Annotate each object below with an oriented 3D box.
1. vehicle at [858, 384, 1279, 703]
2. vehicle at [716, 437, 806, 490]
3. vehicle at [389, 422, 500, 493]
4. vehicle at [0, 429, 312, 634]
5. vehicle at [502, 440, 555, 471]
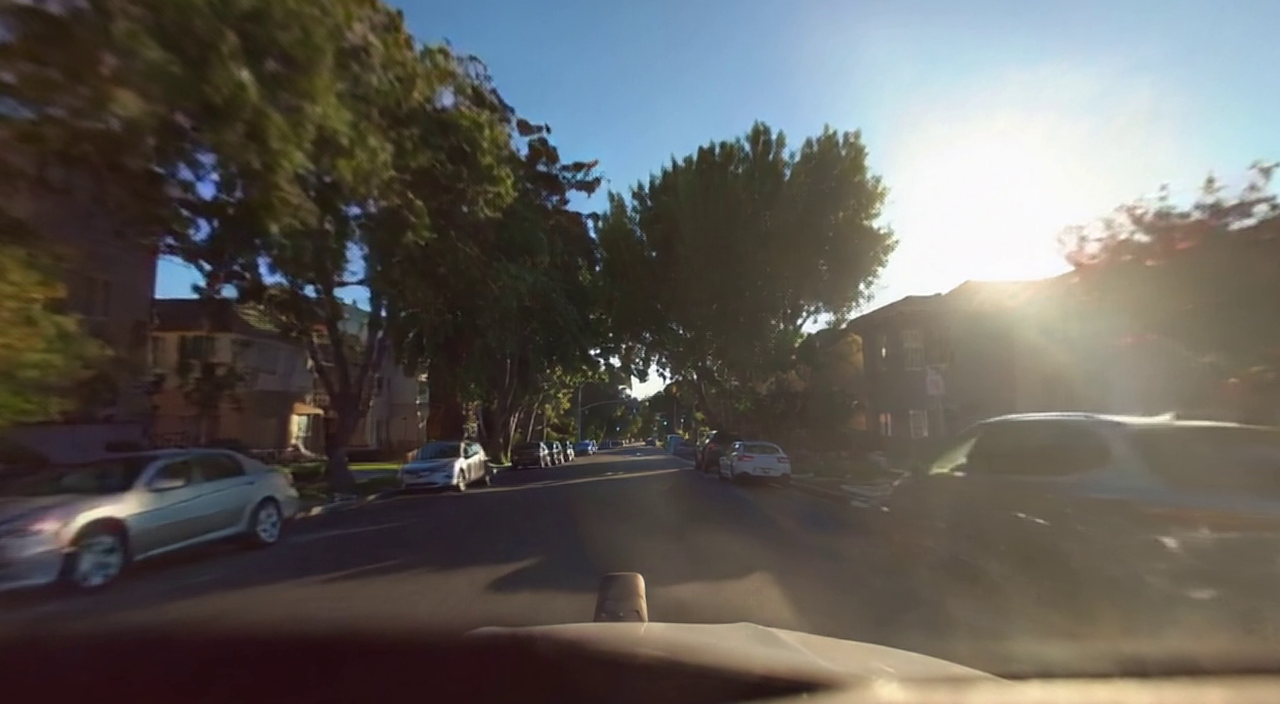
[{"bbox_3d":[3.517,1.287,5.098,1.950,1.647,4.425,0,-8,0],"label":"vehicle"},{"bbox_3d":[3.723,3.514,20.267,1.968,1.505,4.368,0,-8,0],"label":"vehicle"},{"bbox_3d":[-5.922,3.287,19.749,2.106,1.760,4.573,-4,-9,-2],"label":"vehicle"},{"bbox_3d":[-5.811,1.729,7.123,1.901,1.475,4.425,-5,-6,0],"label":"vehicle"},{"bbox_3d":[-5.771,5.395,33.241,1.998,1.485,4.476,0,-8,0],"label":"vehicle"}]
